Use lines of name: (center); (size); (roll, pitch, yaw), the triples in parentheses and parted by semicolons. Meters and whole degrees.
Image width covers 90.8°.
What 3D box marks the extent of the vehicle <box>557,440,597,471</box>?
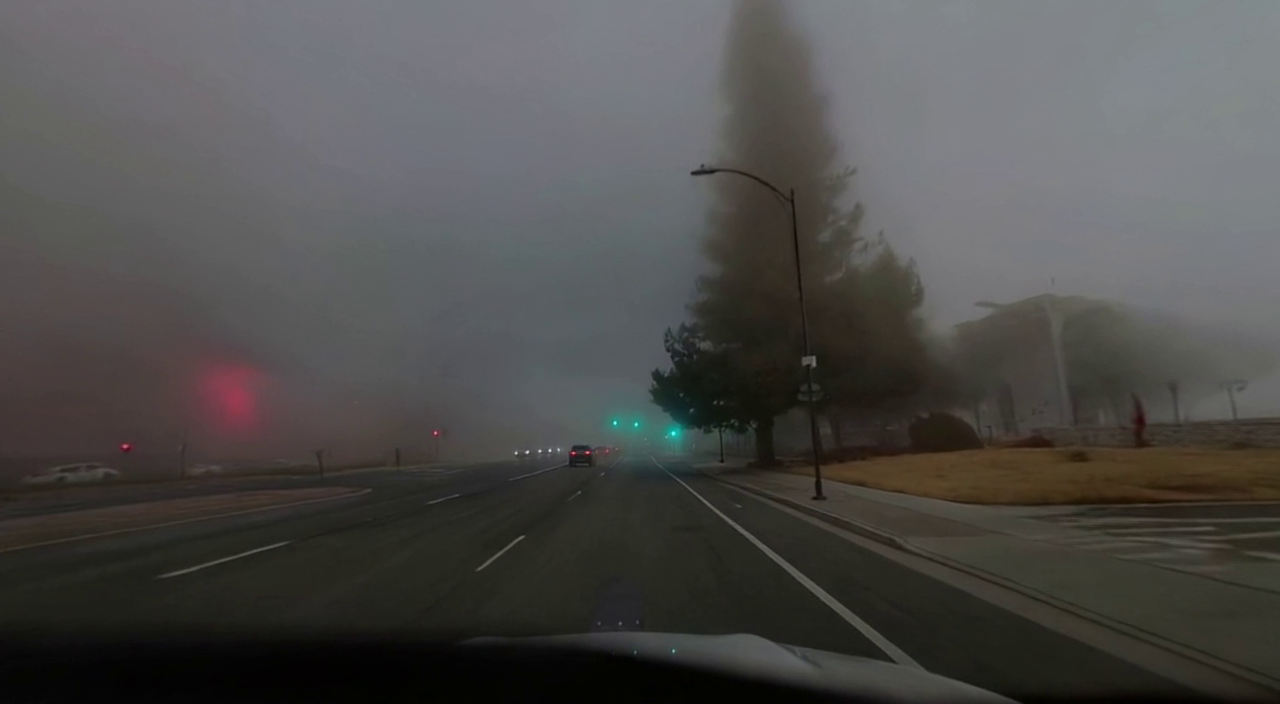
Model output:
vehicle: (-3.678, 6.112, 37.590); (1.959, 1.741, 4.141); (0, -8, 1)
